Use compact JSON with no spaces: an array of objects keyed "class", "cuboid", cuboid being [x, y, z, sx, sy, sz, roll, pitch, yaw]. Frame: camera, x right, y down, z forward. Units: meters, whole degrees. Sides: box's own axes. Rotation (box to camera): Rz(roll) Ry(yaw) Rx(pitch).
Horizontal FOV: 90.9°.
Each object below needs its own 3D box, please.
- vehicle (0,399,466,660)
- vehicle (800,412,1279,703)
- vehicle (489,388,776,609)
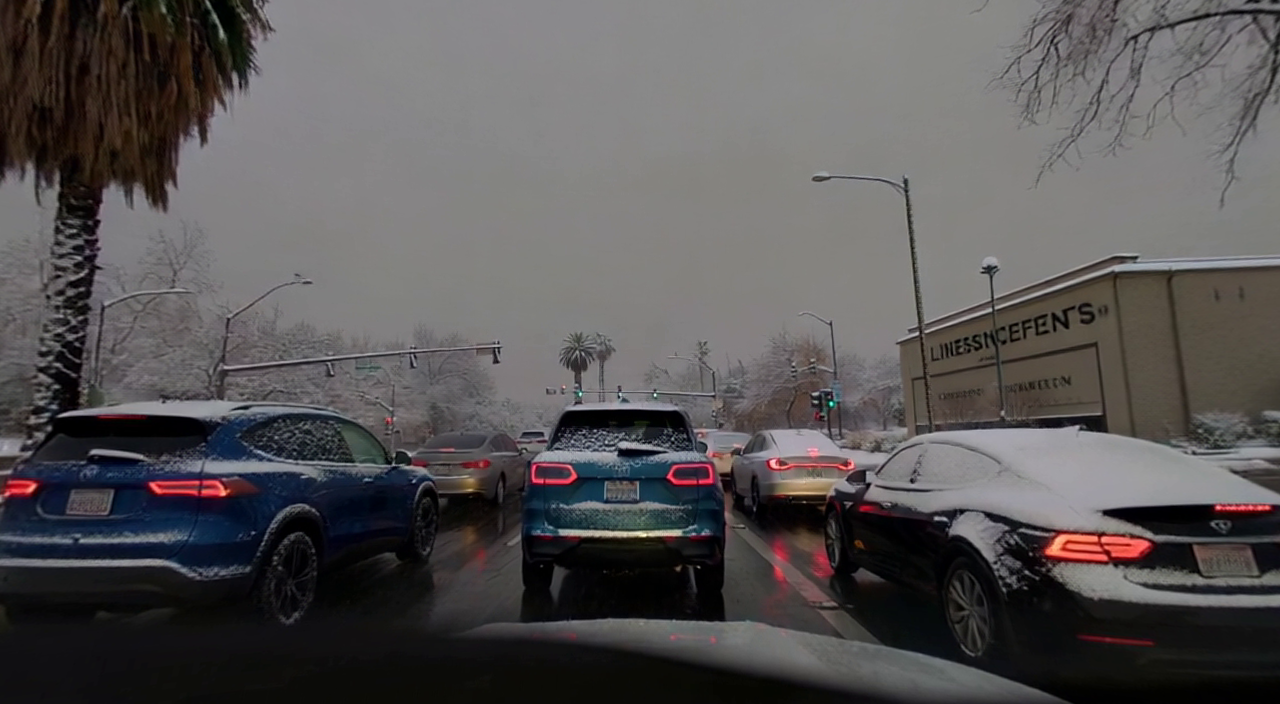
[{"class":"vehicle","cuboid":[-3.354,1.385,6.050,2.014,1.534,4.455,0,-8,1]},{"class":"vehicle","cuboid":[2.969,1.371,5.250,2.017,1.491,4.611,0,-8,-1]},{"class":"vehicle","cuboid":[-0.123,1.487,7.293,2.280,1.747,4.361,0,-8,-2]}]
